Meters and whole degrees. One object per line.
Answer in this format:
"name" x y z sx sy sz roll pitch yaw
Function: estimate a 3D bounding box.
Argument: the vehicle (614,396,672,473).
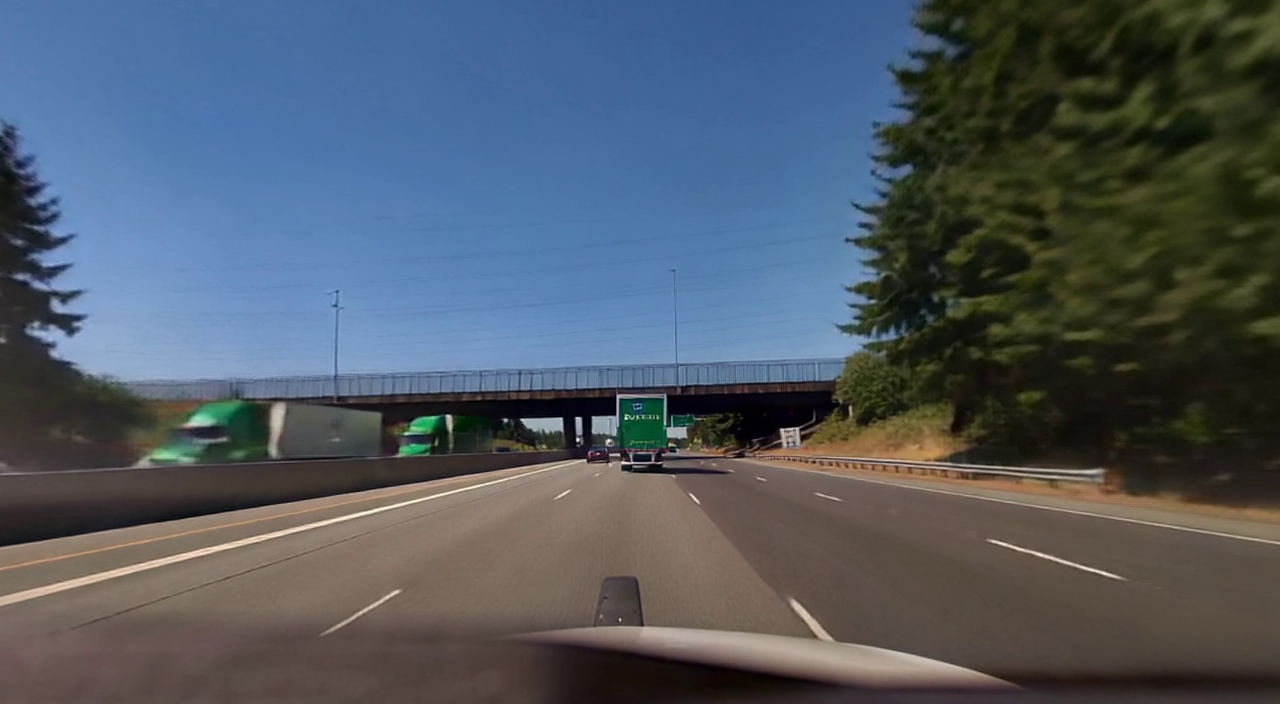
"vehicle" 0.095 5.269 39.333 3.025 4.002 12.709 0 -9 -1

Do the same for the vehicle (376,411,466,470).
"vehicle" -15.595 6.533 45.710 2.809 3.787 9.920 0 -9 1

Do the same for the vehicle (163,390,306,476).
"vehicle" -19.927 4.122 31.438 2.956 3.854 5.923 -1 -9 1
